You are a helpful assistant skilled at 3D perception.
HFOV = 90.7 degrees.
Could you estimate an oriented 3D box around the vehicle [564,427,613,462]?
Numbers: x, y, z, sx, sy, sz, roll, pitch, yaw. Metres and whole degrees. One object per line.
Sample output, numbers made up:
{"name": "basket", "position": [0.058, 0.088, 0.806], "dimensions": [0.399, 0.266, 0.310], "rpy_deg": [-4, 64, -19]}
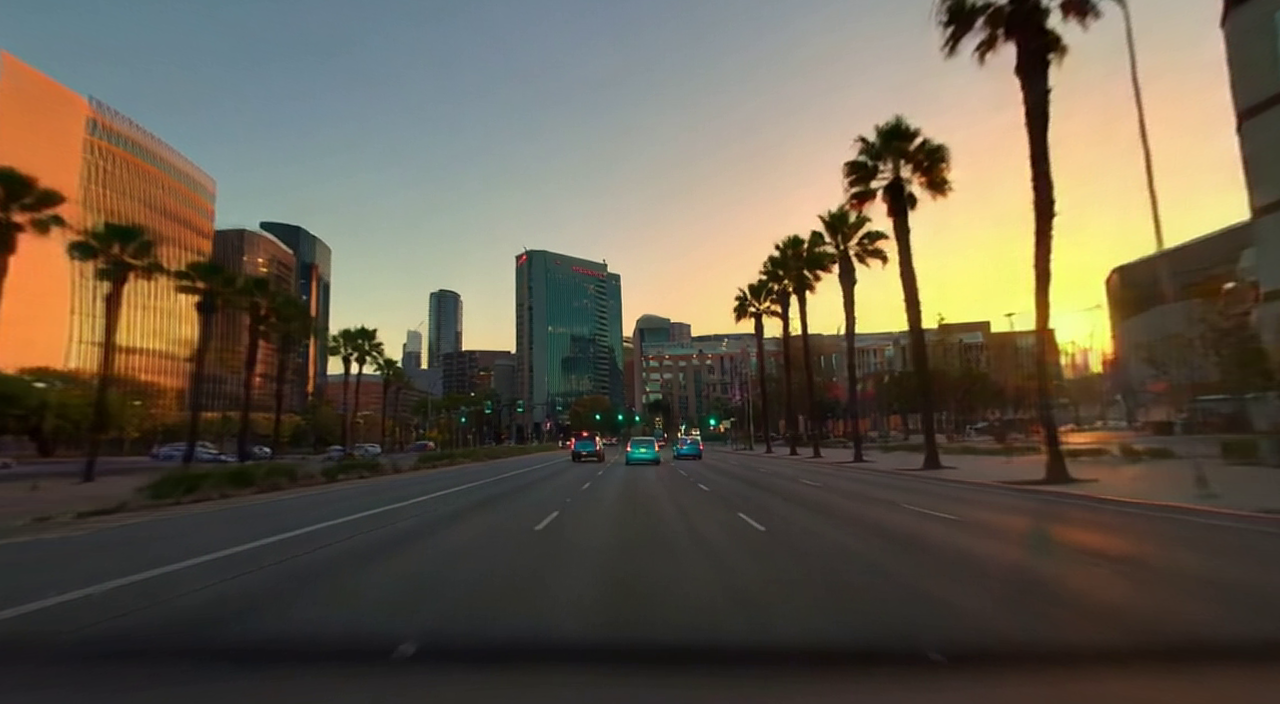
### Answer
{"name": "vehicle", "position": [-3.201, 5.914, 40.626], "dimensions": [2.672, 2.064, 5.681], "rpy_deg": [0, -8, 0]}

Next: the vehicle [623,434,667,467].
{"name": "vehicle", "position": [0.233, 5.199, 33.647], "dimensions": [2.160, 1.615, 4.117], "rpy_deg": [0, -8, -1]}

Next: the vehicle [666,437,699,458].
{"name": "vehicle", "position": [3.234, 7.443, 49.347], "dimensions": [2.085, 1.482, 4.491], "rpy_deg": [0, -8, -2]}
